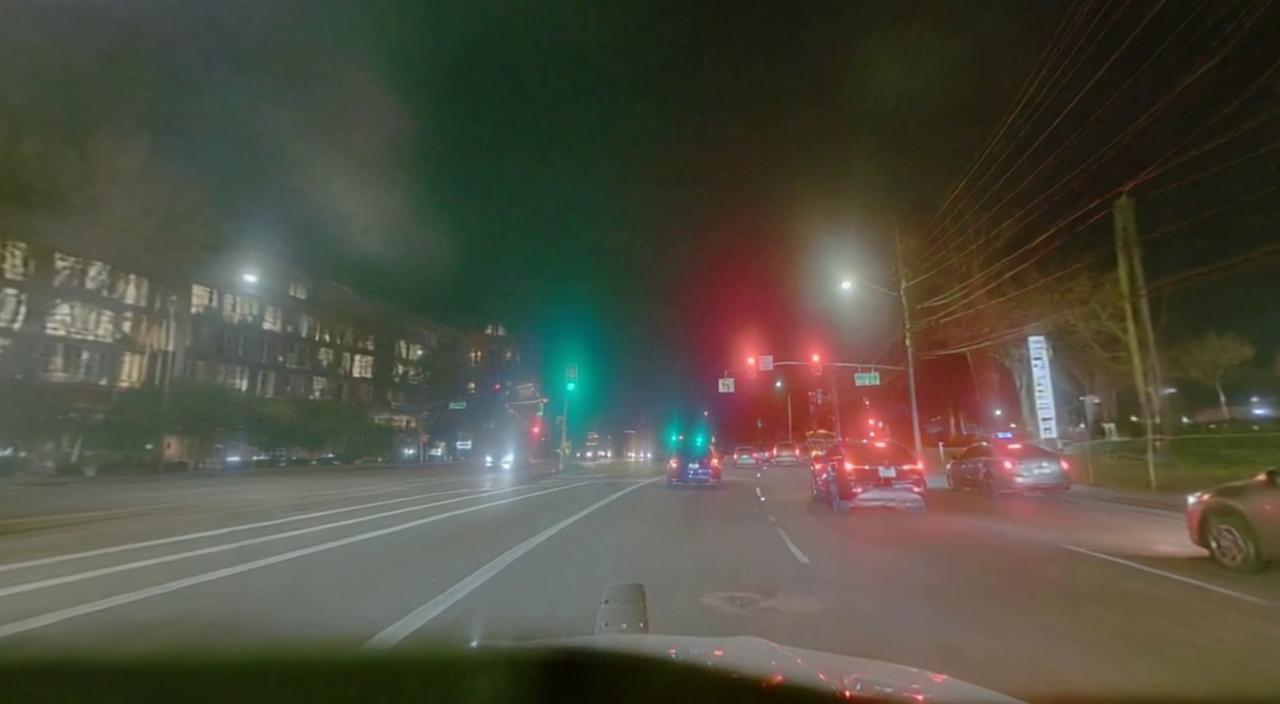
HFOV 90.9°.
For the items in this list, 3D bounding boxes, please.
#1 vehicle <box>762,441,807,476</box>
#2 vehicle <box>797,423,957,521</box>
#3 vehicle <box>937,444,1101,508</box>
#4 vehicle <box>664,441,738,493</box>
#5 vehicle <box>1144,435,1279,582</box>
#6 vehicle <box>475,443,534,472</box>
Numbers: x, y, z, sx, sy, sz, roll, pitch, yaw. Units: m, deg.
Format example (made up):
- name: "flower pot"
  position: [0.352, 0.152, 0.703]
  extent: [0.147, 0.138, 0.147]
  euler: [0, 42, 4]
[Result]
- name: "vehicle"
  position: [7.161, 5.290, 31.510]
  extent: [1.896, 1.612, 4.203]
  euler: [-2, -9, 9]
- name: "vehicle"
  position: [5.062, 2.614, 14.321]
  extent: [2.119, 1.810, 4.848]
  euler: [-1, -9, 5]
- name: "vehicle"
  position: [9.857, 3.223, 16.906]
  extent: [1.882, 1.463, 4.543]
  euler: [-1, -9, 5]
- name: "vehicle"
  position: [2.126, 3.753, 20.974]
  extent: [2.168, 1.527, 4.174]
  euler: [-2, -9, 9]
- name: "vehicle"
  position: [7.363, 1.492, 5.783]
  extent: [1.866, 1.471, 4.478]
  euler: [0, -9, 2]
- name: "vehicle"
  position: [-8.674, 6.805, 40.840]
  extent: [2.057, 1.705, 4.754]
  euler: [-2, -9, 10]
